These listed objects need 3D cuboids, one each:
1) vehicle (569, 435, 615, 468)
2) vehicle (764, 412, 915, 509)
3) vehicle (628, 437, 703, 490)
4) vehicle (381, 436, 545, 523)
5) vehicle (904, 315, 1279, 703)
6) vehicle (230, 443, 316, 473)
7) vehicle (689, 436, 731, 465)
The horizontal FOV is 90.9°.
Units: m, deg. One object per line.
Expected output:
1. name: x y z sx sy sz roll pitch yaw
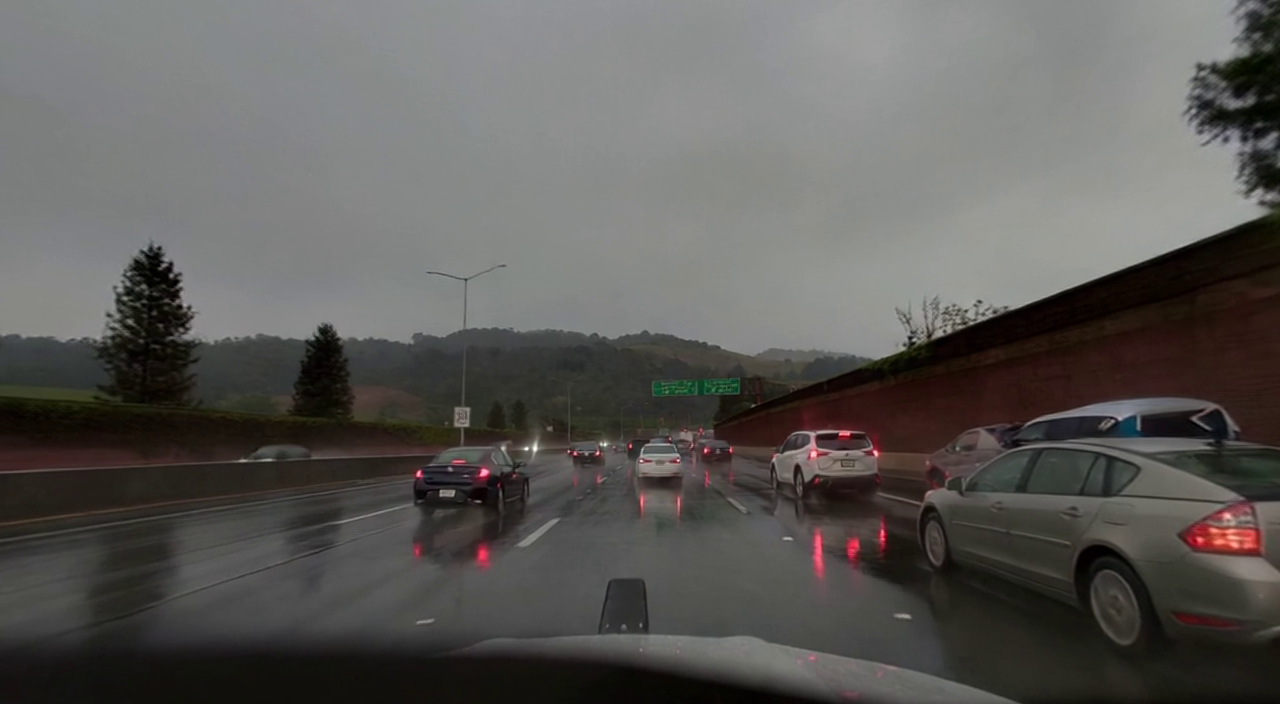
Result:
1. vehicle: -2.716 5.824 37.193 2.154 1.793 4.736 0 -8 2
2. vehicle: 4.348 2.444 14.657 1.970 1.872 4.575 0 -8 0
3. vehicle: 0.688 3.402 19.677 2.105 1.471 3.978 0 -8 -1
4. vehicle: -3.321 2.465 12.858 1.961 1.456 4.362 0 -8 1
5. vehicle: 3.768 1.005 4.429 1.930 1.831 4.344 0 -8 0
6. vehicle: -21.592 6.236 37.389 2.044 1.674 4.991 0 -8 0
7. vehicle: 3.897 5.545 35.582 1.855 1.513 3.915 0 -8 -1
